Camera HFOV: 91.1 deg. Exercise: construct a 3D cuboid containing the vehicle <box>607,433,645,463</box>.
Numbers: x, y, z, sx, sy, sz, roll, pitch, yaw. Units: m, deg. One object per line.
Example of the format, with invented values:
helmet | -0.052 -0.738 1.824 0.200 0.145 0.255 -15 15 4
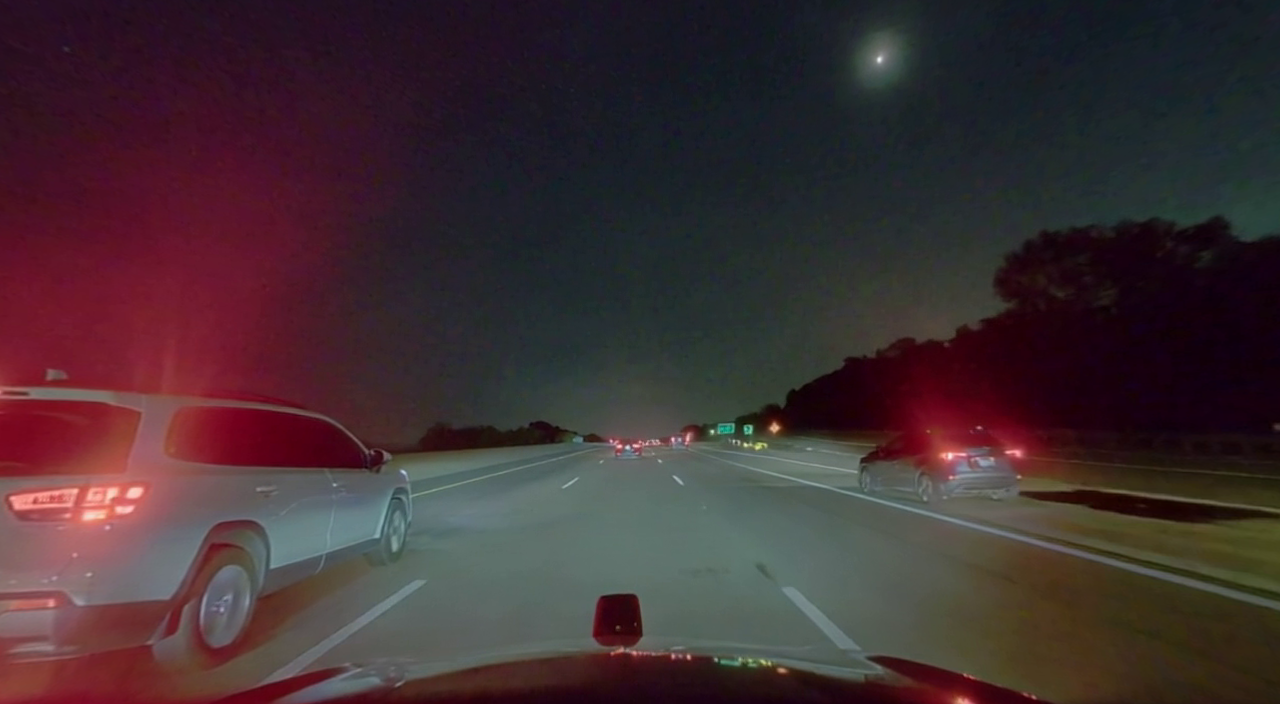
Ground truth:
vehicle | -0.780 5.424 35.784 2.039 1.589 4.324 0 -8 -1
